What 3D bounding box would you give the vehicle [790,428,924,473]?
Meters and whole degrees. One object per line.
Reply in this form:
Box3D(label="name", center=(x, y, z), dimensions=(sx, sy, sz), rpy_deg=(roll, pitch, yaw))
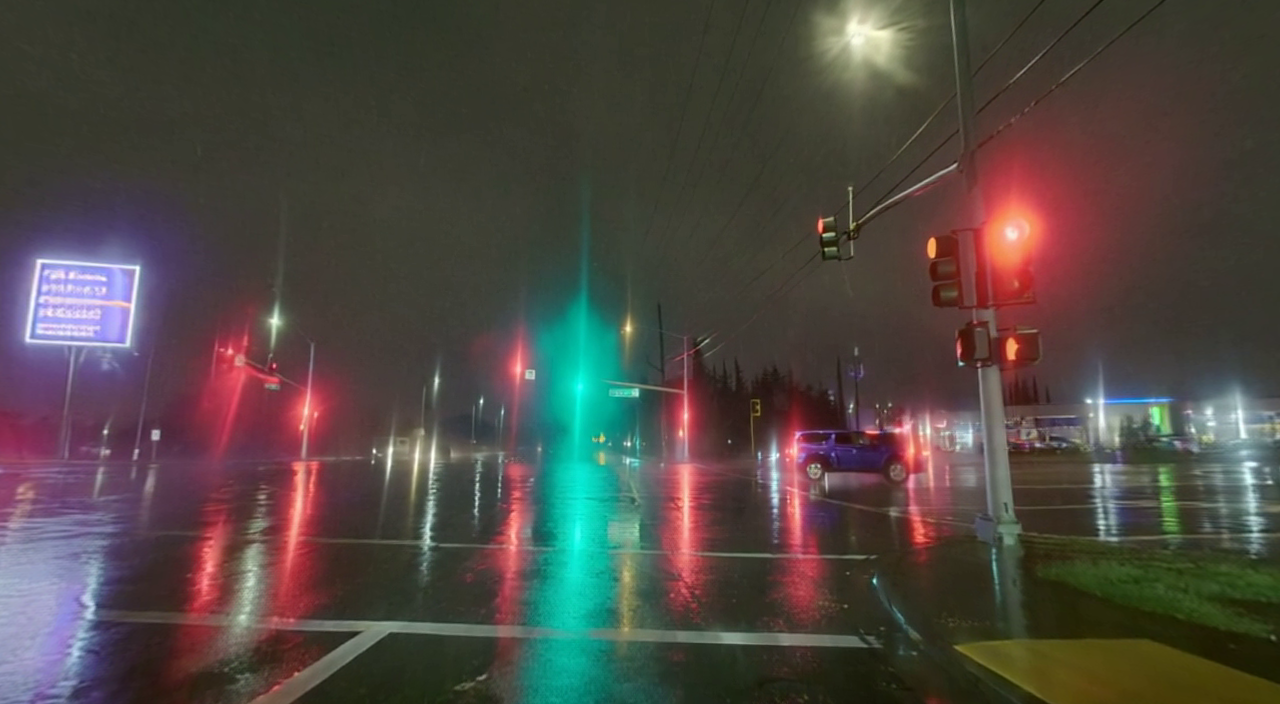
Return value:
Box3D(label="vehicle", center=(8.705, 4.020, 25.724), dimensions=(4.884, 1.714, 2.021), rpy_deg=(-2, -9, 12))
